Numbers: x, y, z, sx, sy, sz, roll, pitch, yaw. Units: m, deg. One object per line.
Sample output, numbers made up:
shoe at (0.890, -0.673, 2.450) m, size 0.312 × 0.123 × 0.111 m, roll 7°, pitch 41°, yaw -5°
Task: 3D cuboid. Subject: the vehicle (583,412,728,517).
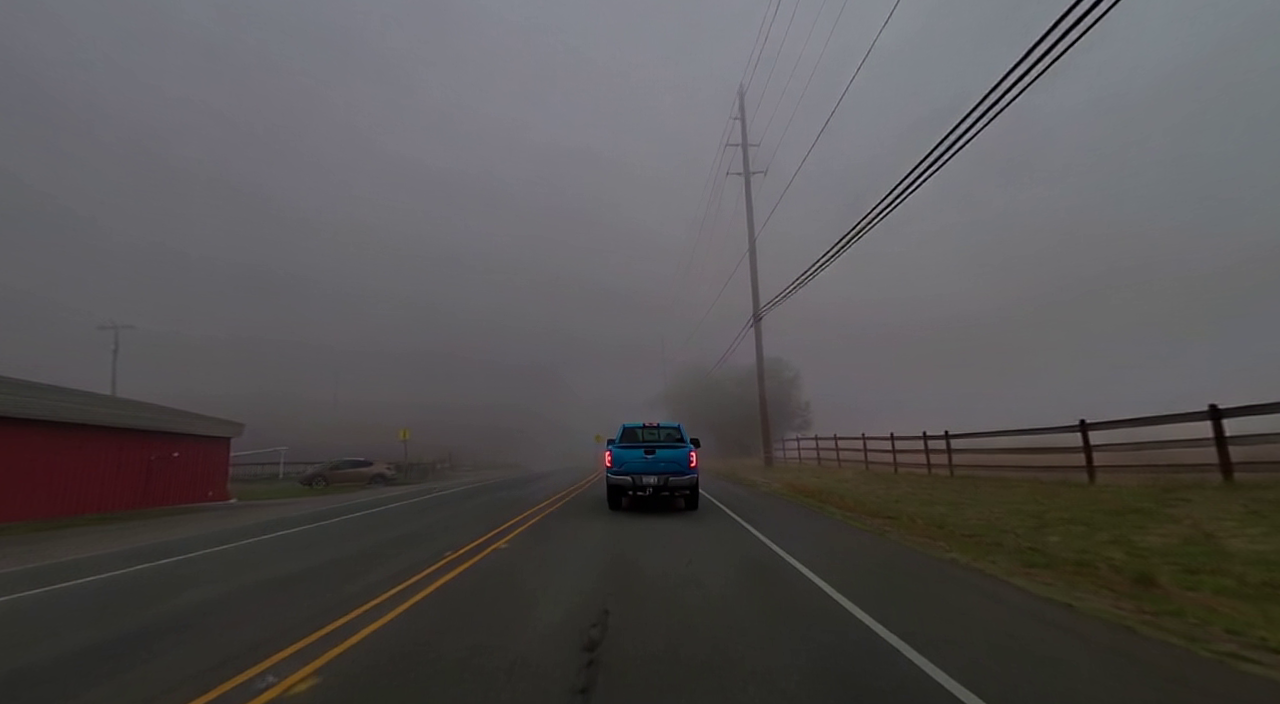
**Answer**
vehicle at (0.242, 2.563, 14.972) m, size 2.693 × 1.941 × 6.356 m, roll 0°, pitch -9°, yaw -1°
